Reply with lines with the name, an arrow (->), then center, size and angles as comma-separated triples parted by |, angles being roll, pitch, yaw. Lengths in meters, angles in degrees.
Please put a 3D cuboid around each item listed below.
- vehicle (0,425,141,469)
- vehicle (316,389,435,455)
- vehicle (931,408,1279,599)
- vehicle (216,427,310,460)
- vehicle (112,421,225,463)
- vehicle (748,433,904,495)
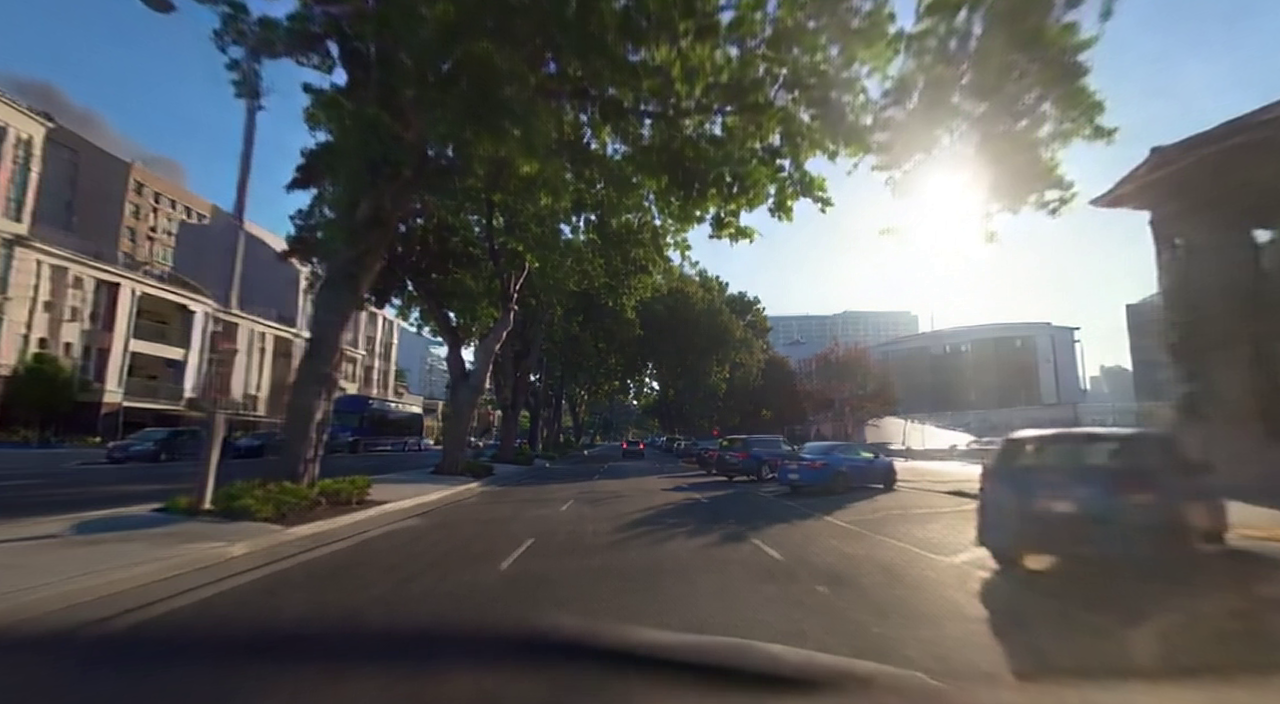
vehicle -> -19.043, 2.908, 19.318 | 2.389, 1.206, 6.247 | -1, -8, 1
vehicle -> -19.113, 5.417, 47.074 | 3.054, 4.140, 14.110 | -1, -8, -1
vehicle -> 5.144, 1.448, 6.858 | 3.765, 1.497, 1.831 | 5, -10, -35
vehicle -> -18.798, 4.583, 31.646 | 1.909, 1.518, 4.459 | -1, -8, 0
vehicle -> -19.063, 3.667, 25.648 | 1.792, 1.554, 3.682 | 0, -8, -2
vehicle -> 5.039, 2.912, 16.839 | 4.275, 1.428, 1.774 | 6, -10, -37
